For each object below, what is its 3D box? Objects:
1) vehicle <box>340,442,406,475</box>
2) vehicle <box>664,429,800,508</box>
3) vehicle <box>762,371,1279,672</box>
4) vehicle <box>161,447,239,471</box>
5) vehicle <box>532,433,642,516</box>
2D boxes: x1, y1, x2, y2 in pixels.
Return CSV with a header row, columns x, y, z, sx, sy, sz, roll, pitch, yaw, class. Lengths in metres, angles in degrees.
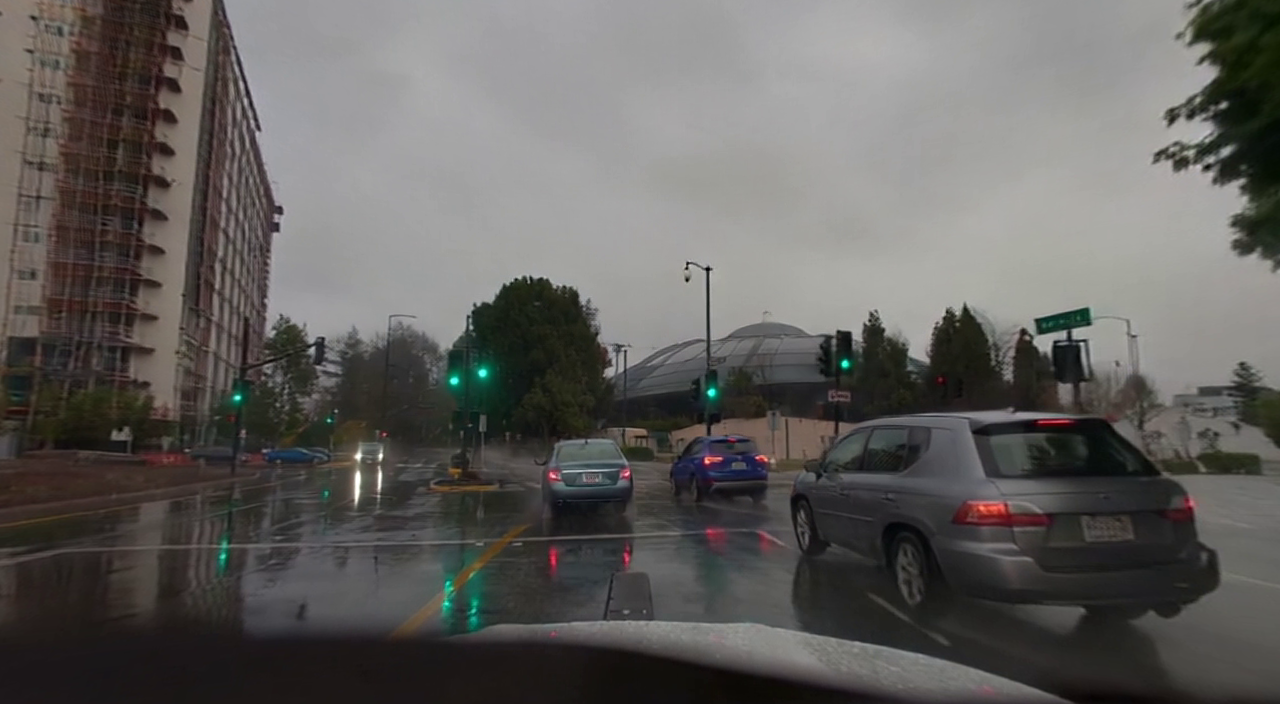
x,y,z,sx,sy,sz,roll,pitch,yaw,class
-14.836,5.930,35.353,2.303,1.692,4.571,1,-9,-9,vehicle
2.141,2.901,16.201,2.103,1.710,4.396,1,-9,-11,vehicle
3.026,1.363,6.300,2.320,1.772,4.872,0,-9,-4,vehicle
-30.628,7.416,43.837,4.653,1.459,2.228,-3,-9,24,vehicle
-1.376,2.771,14.736,2.132,1.632,3.889,1,-9,-11,vehicle
